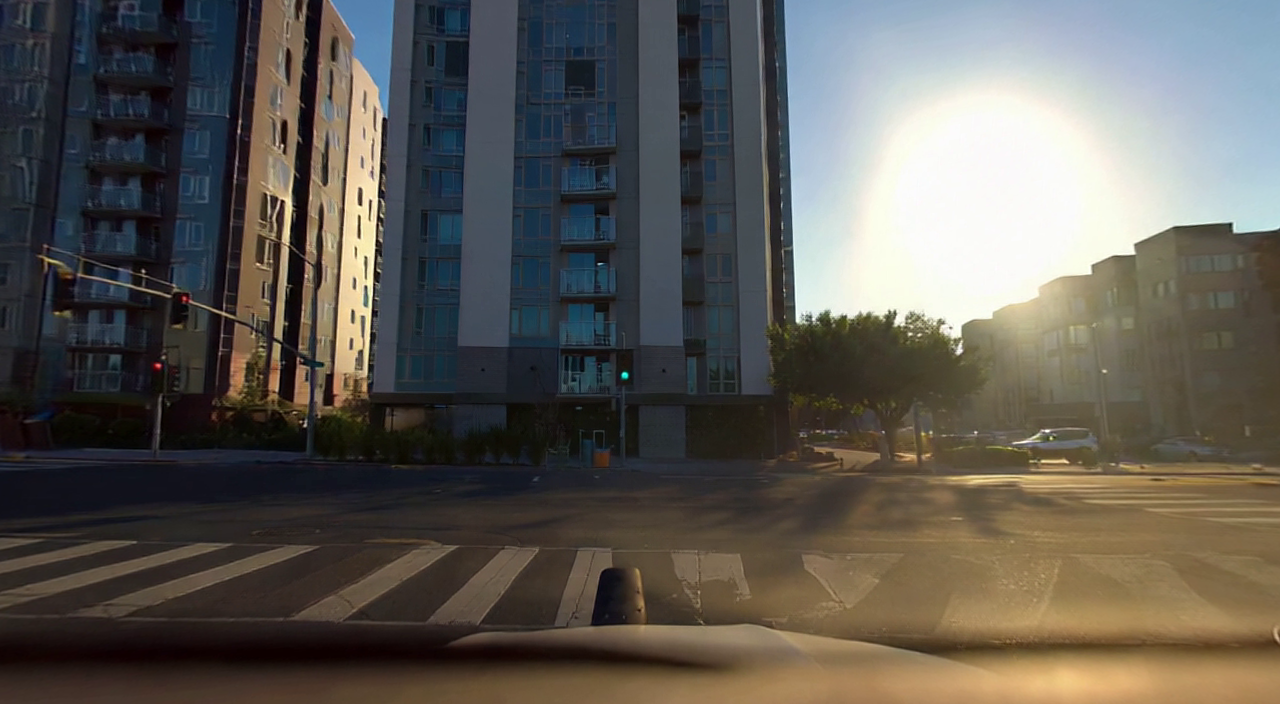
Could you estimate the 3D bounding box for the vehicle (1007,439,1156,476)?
[{"bbox_3d":[18.572,4.460,26.695,4.823,1.458,1.914,0,-9,-1],"label":"vehicle"}]
